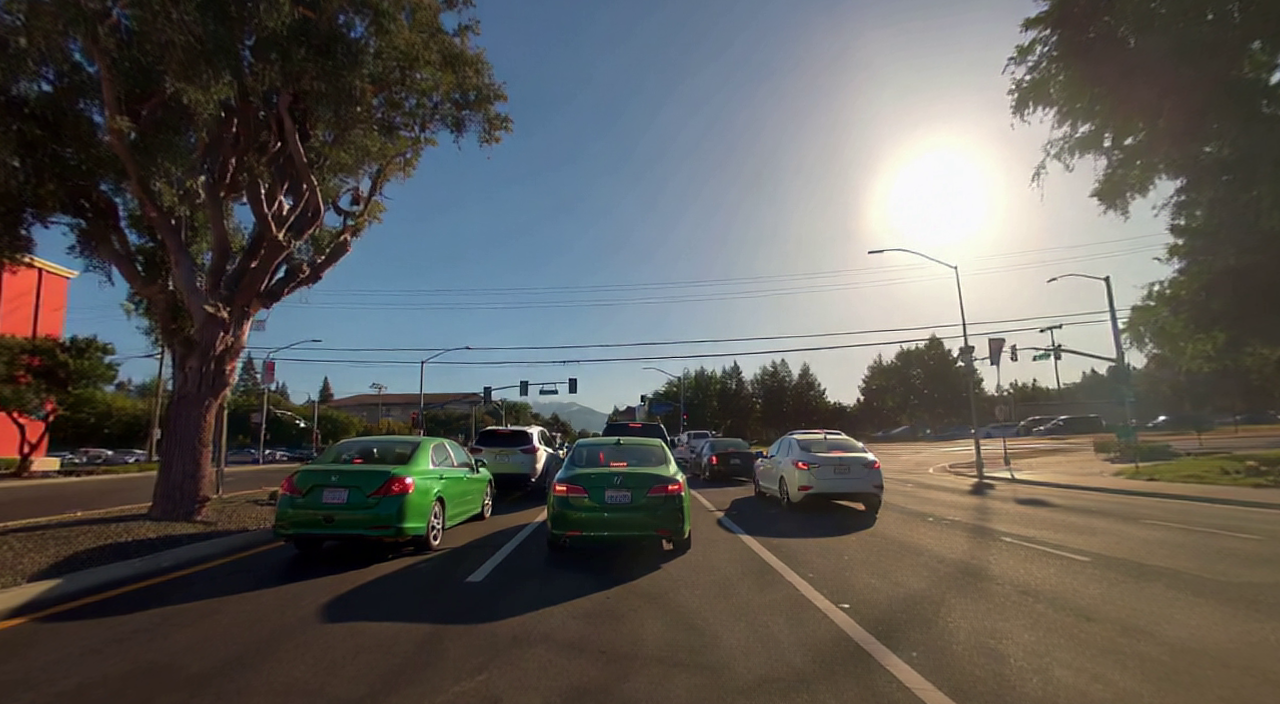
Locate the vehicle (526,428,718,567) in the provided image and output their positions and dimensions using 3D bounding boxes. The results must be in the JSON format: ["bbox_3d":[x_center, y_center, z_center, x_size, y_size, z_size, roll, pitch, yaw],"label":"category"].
[{"bbox_3d":[-0.199,1.836,8.705,2.041,1.450,3.847,0,-8,0],"label":"vehicle"}]

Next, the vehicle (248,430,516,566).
[{"bbox_3d":[-3.200,1.884,8.940,1.917,1.441,4.128,-1,-8,2],"label":"vehicle"}]

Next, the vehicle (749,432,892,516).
[{"bbox_3d":[3.556,2.465,13.267,1.880,1.476,3.932,0,-8,1],"label":"vehicle"}]
